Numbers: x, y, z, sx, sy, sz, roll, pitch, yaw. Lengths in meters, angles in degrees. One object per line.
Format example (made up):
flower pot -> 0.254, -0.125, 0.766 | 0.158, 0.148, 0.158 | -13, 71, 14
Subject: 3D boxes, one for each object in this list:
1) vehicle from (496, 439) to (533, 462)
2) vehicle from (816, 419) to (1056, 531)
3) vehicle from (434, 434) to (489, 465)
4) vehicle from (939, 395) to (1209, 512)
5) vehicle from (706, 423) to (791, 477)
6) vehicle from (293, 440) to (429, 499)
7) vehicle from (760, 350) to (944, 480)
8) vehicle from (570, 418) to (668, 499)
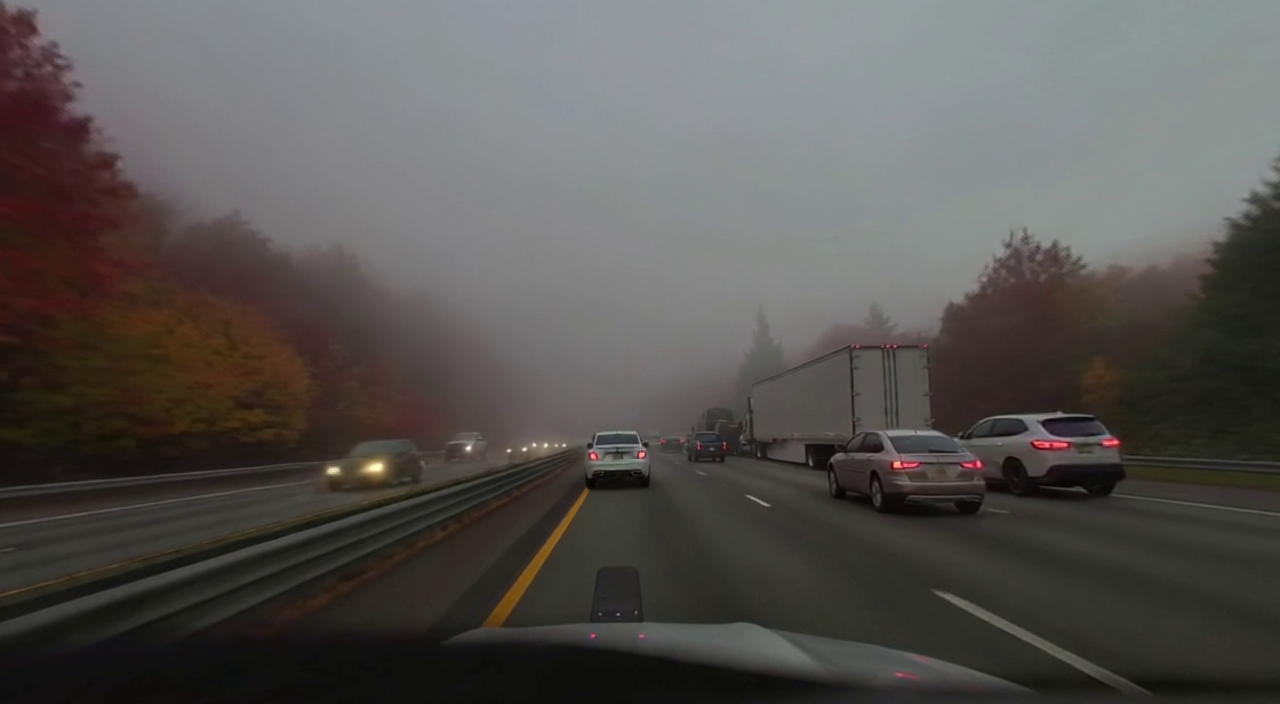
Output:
vehicle -> -8.877, 7.001, 44.851 | 1.872, 1.521, 3.962 | 0, -8, 0
vehicle -> 4.628, 1.958, 10.675 | 2.040, 1.523, 4.068 | 0, -8, 0
vehicle -> -12.318, 6.742, 43.806 | 2.338, 2.059, 5.149 | 0, -8, -1
vehicle -> 8.495, 2.025, 13.039 | 2.116, 1.965, 4.691 | 0, -8, -2
vehicle -> 3.638, 3.359, 21.819 | 2.147, 1.707, 3.963 | 0, -8, -1
vehicle -> -8.397, 3.532, 19.544 | 2.054, 1.579, 4.792 | 0, -8, 0
vehicle -> 7.915, 2.834, 26.506 | 2.867, 4.066, 13.802 | 0, -7, 0
vehicle -> -0.488, 2.567, 15.641 | 2.087, 1.709, 4.455 | 0, -8, -1
